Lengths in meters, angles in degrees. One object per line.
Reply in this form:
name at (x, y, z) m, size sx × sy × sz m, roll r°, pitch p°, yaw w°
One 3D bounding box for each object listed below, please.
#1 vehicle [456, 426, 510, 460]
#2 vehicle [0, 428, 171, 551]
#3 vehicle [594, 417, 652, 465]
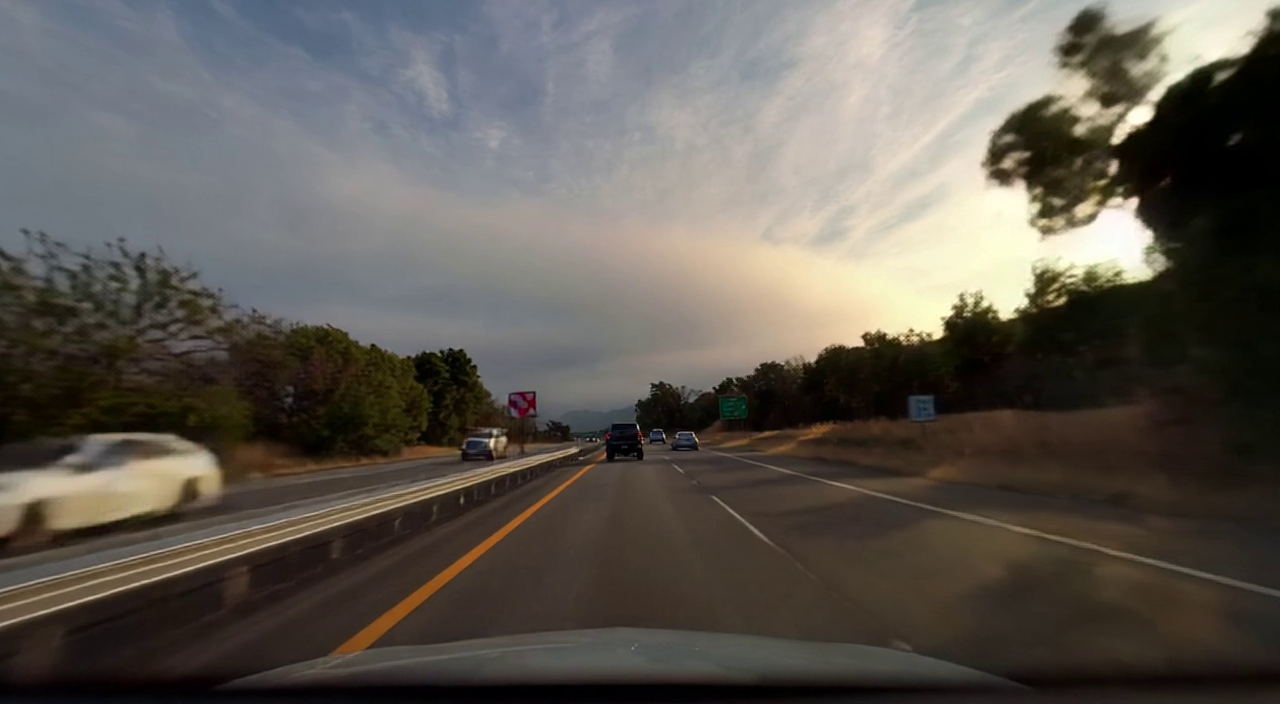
vehicle at (-9.629, 5.625, 39.134) m, size 2.120 × 1.905 × 5.052 m, roll 0°, pitch -8°, yaw -1°
vehicle at (-9.197, 1.885, 8.922) m, size 1.939 × 1.568 × 4.109 m, roll 0°, pitch -8°, yaw -1°
vehicle at (-0.772, 4.103, 29.166) m, size 2.503 × 2.044 × 4.633 m, roll 0°, pitch -8°, yaw -1°
